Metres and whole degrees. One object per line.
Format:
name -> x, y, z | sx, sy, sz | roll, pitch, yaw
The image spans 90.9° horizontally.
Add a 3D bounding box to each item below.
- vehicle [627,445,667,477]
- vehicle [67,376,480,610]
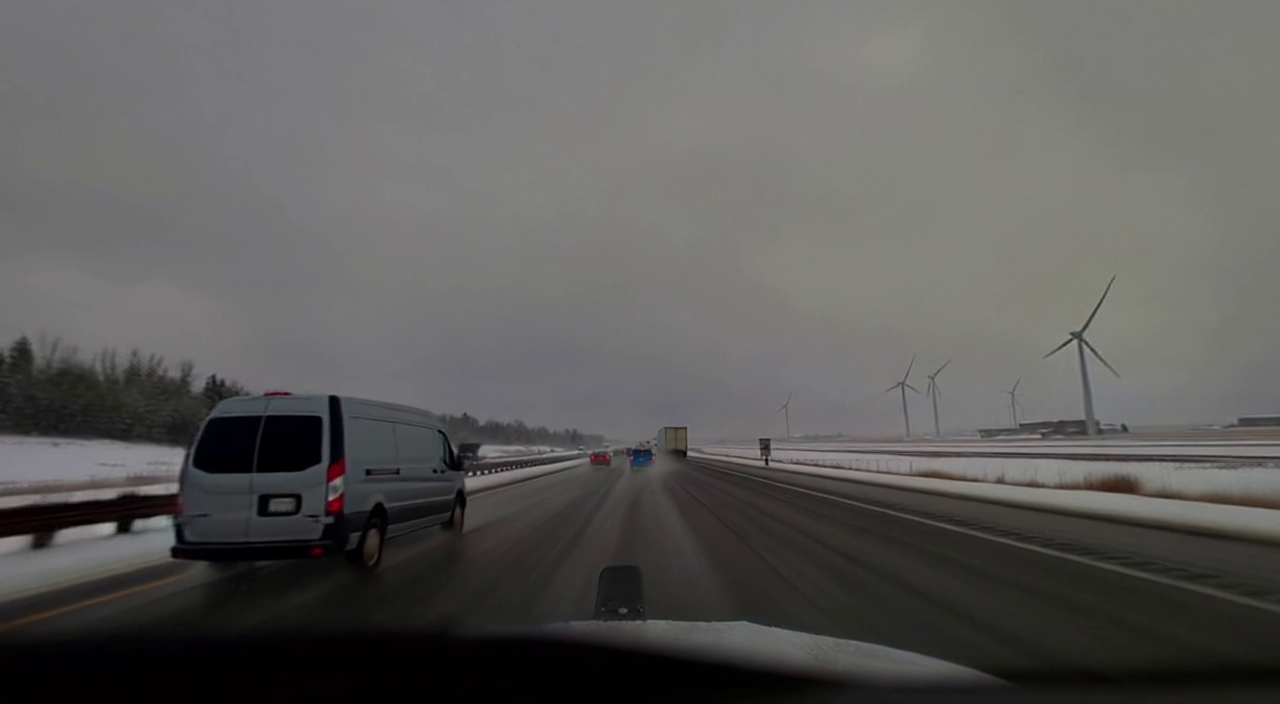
vehicle -> 0.378, 6.084, 35.363 | 2.083, 1.689, 4.083 | 0, -9, 1
vehicle -> -3.736, 1.564, 7.789 | 2.238, 1.984, 4.650 | 0, -9, 0
